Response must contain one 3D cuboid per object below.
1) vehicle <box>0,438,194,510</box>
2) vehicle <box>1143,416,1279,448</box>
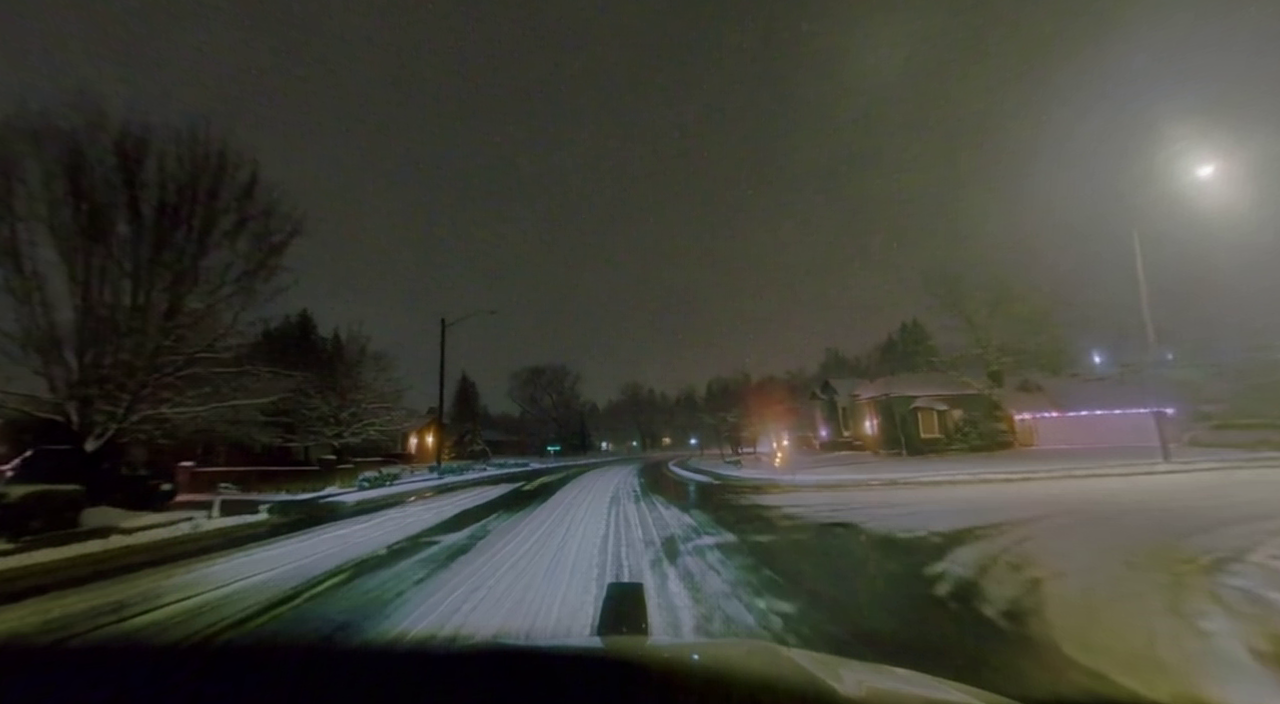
[{"bbox_3d":[-15.188,3.201,16.822,4.837,1.785,2.115,0,-8,-3],"label":"vehicle"},{"bbox_3d":[27.766,3.975,30.846,1.845,1.450,4.991,1,-8,-6],"label":"vehicle"}]
